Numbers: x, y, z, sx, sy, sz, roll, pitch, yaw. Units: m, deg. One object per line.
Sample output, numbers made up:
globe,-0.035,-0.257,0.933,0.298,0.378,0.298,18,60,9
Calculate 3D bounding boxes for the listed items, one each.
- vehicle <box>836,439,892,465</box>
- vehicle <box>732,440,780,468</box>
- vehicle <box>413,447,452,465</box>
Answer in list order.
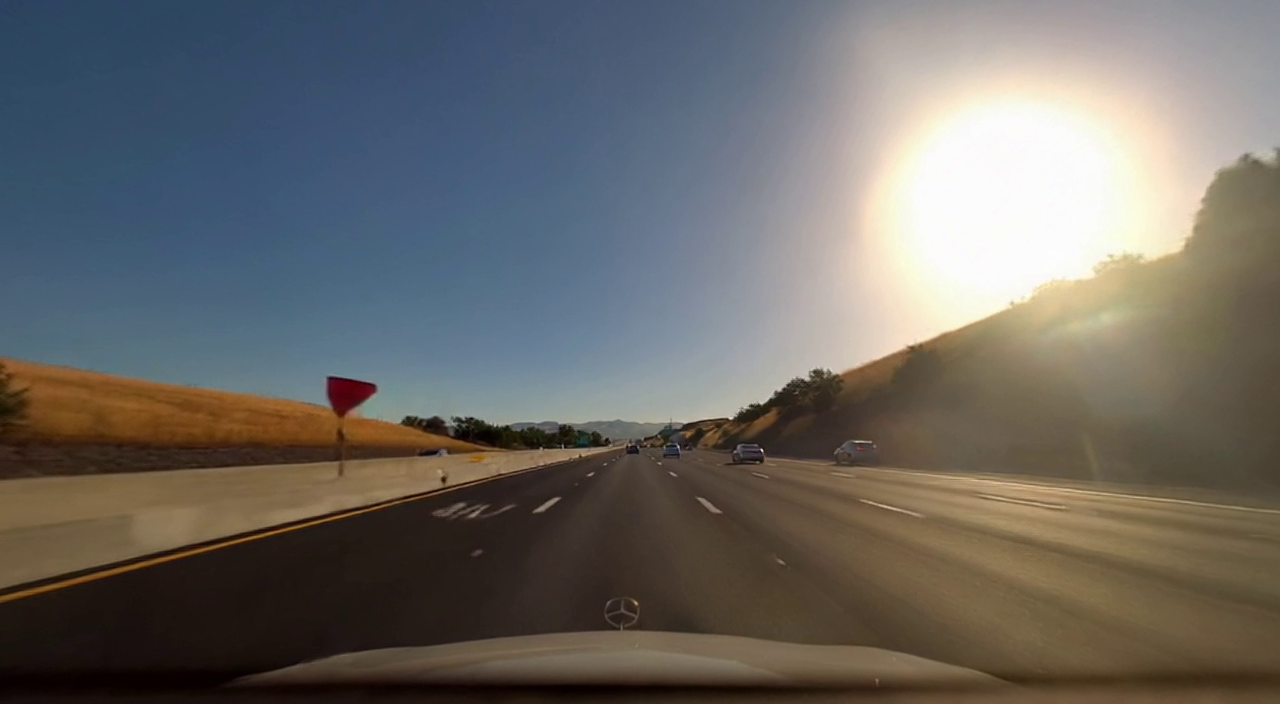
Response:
vehicle,14.730,6.585,41.775,2.025,1.595,4.268,0,-8,-1
vehicle,6.804,6.032,37.515,2.038,1.528,3.910,0,-8,-1
vehicle,-14.402,7.216,44.013,1.639,1.164,3.285,0,-8,0
